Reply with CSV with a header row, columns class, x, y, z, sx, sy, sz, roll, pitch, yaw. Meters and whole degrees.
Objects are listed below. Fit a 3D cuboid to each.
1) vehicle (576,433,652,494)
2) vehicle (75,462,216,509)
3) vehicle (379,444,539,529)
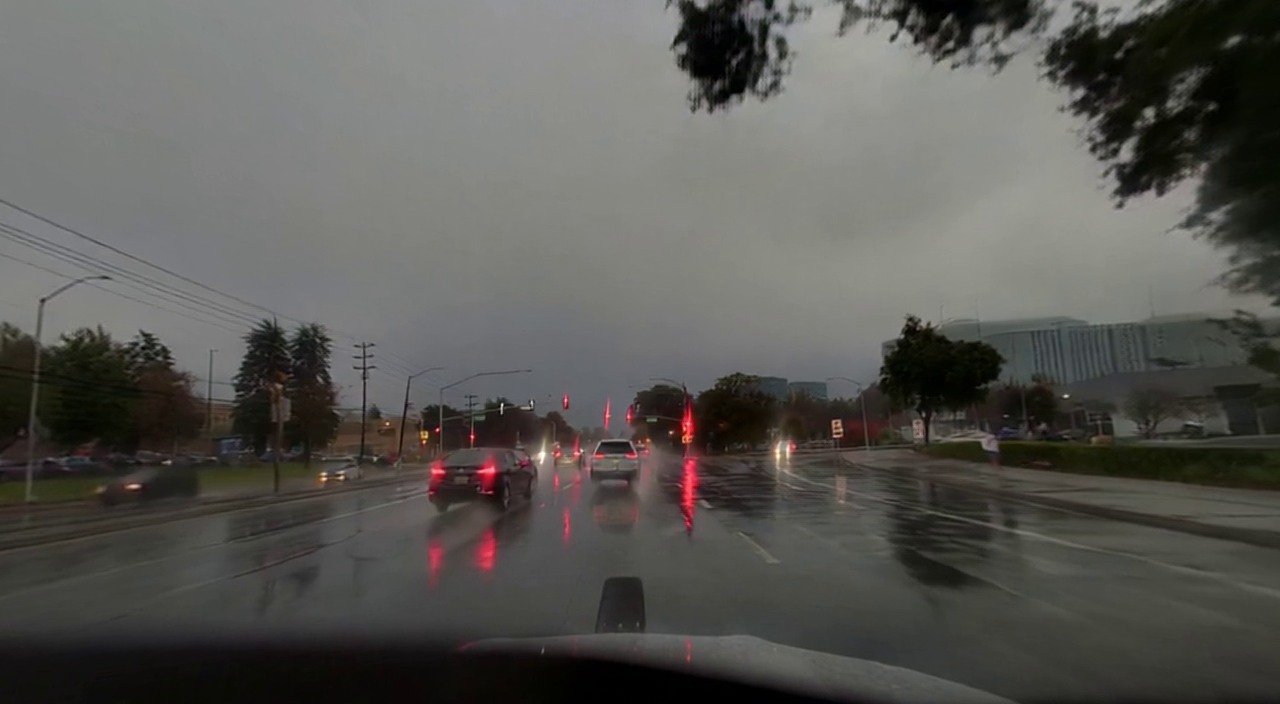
class,x,y,z,sx,sy,sz,roll,pitch,yaw
vehicle,-0.793,3.661,21.162,2.276,1.850,3.897,0,-8,0
vehicle,-18.615,5.013,24.087,1.872,1.468,4.316,0,-8,0
vehicle,-3.553,2.693,13.394,2.064,1.464,4.373,0,-8,1
